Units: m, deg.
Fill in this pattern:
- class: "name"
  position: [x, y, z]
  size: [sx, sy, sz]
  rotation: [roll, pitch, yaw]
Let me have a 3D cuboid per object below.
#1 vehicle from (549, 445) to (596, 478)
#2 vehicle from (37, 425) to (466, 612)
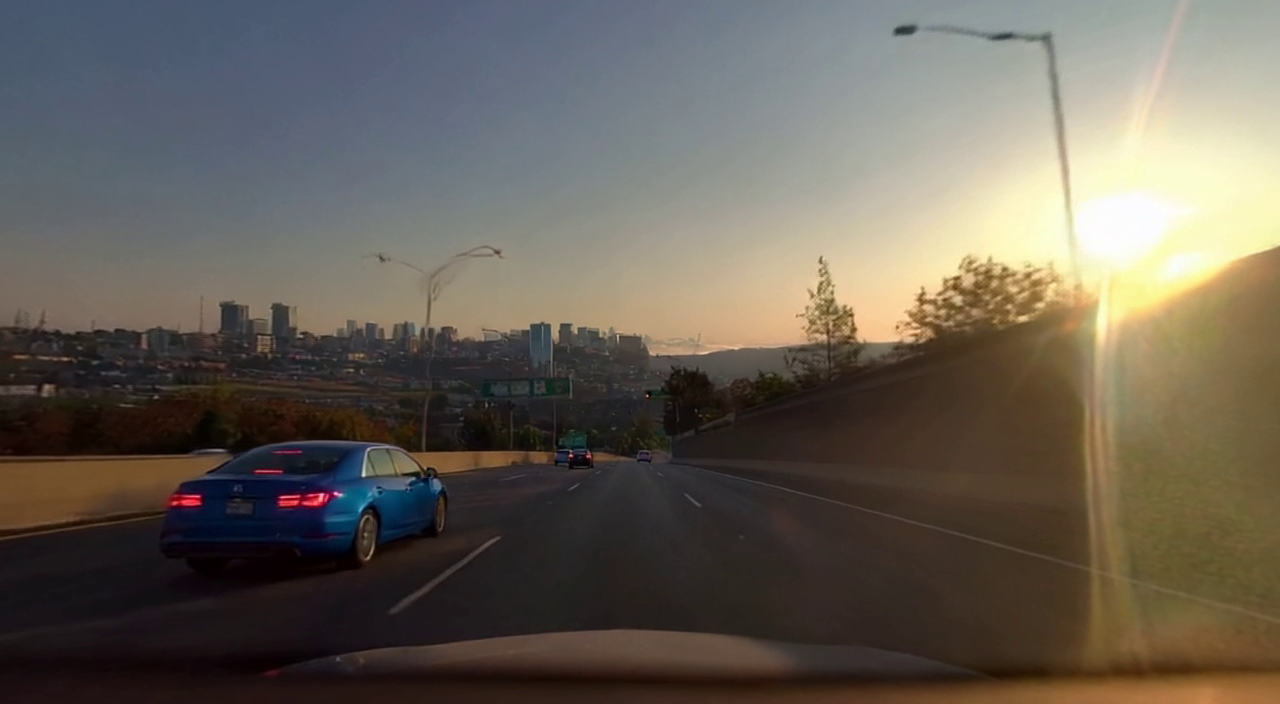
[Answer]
- class: "vehicle"
  position: [-3.595, 5.948, 34.573]
  size: [2.075, 1.702, 4.257]
  rotation: [0, -9, 0]
- class: "vehicle"
  position: [-3.744, 1.683, 7.360]
  size: [2.114, 1.480, 4.473]
  rotation: [0, -9, 0]
